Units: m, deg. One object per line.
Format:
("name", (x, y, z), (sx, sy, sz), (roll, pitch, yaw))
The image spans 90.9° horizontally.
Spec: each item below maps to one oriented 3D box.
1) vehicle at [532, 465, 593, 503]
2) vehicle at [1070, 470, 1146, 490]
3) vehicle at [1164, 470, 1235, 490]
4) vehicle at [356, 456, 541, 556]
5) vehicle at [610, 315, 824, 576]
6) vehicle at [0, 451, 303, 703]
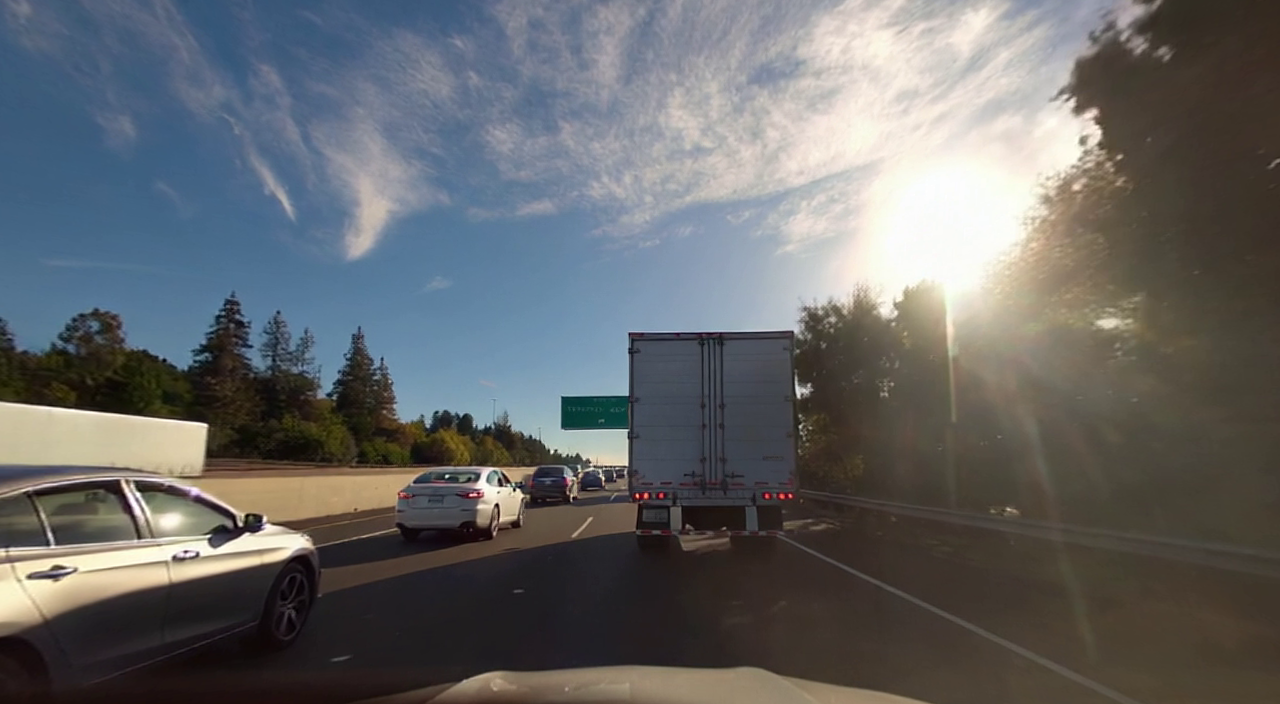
("vehicle", (-3.319, 5.789, 27.861), (1.964, 1.482, 4.371), (0, -11, 2))
("vehicle", (36.468, 10.009, 49.218), (4.299, 1.465, 1.807), (-1, -11, 8))
("vehicle", (43.691, 9.973, 49.231), (3.974, 1.485, 1.709), (1, -11, -4))
("vehicle", (-3.366, 2.845, 12.221), (1.983, 1.509, 4.679), (0, -11, 2))
("vehicle", (1.171, 2.011, 12.934), (2.831, 3.529, 8.689), (0, -11, 2))
("vehicle", (-4.237, 1.273, 3.586), (2.043, 1.391, 4.515), (0, -11, 1))
